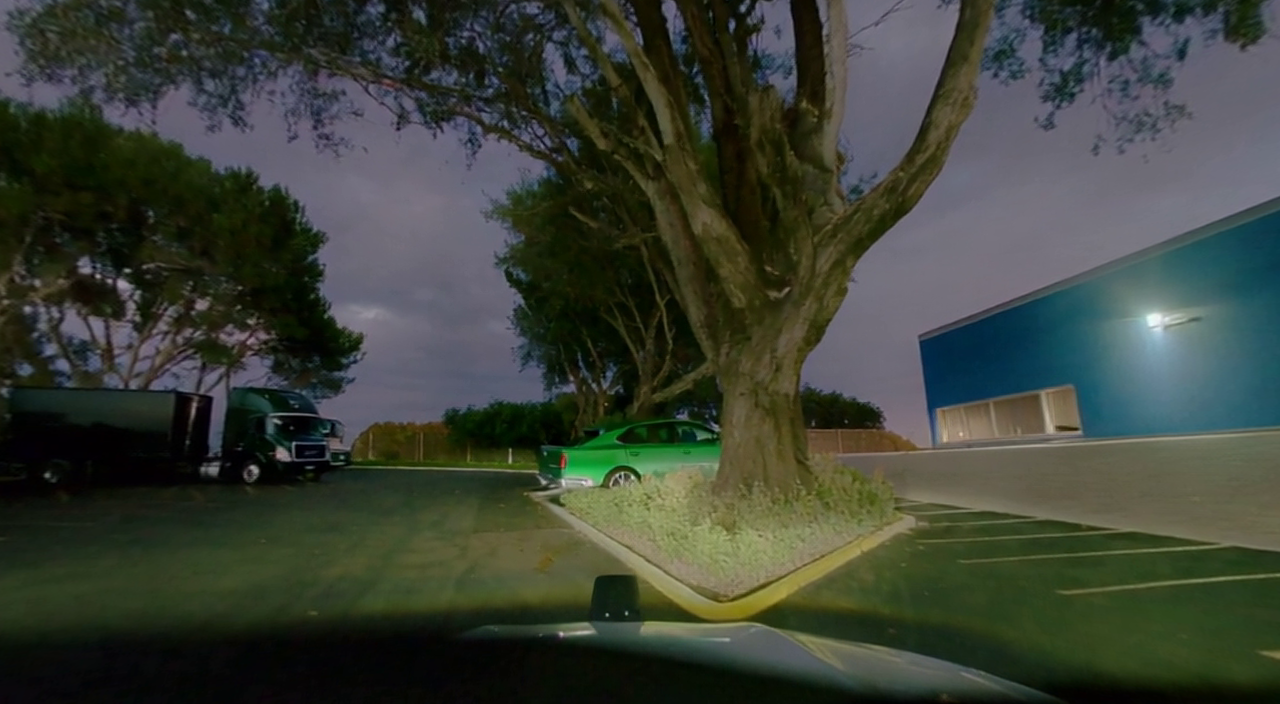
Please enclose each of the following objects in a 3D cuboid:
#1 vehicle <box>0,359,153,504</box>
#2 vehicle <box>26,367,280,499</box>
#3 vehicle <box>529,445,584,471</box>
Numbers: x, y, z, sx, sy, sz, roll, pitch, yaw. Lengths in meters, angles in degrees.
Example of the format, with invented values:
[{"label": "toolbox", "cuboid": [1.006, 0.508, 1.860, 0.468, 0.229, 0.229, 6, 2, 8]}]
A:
[{"label": "vehicle", "cuboid": [-21.009, 2.782, 21.229, 11.512, 3.871, 3.038, -6, -10, 31]}, {"label": "vehicle", "cuboid": [-18.682, 3.162, 23.788, 11.906, 4.069, 2.948, -5, -10, 30]}, {"label": "vehicle", "cuboid": [-5.206, 6.669, 39.820, 1.809, 1.506, 3.473, -5, -10, 26]}]
